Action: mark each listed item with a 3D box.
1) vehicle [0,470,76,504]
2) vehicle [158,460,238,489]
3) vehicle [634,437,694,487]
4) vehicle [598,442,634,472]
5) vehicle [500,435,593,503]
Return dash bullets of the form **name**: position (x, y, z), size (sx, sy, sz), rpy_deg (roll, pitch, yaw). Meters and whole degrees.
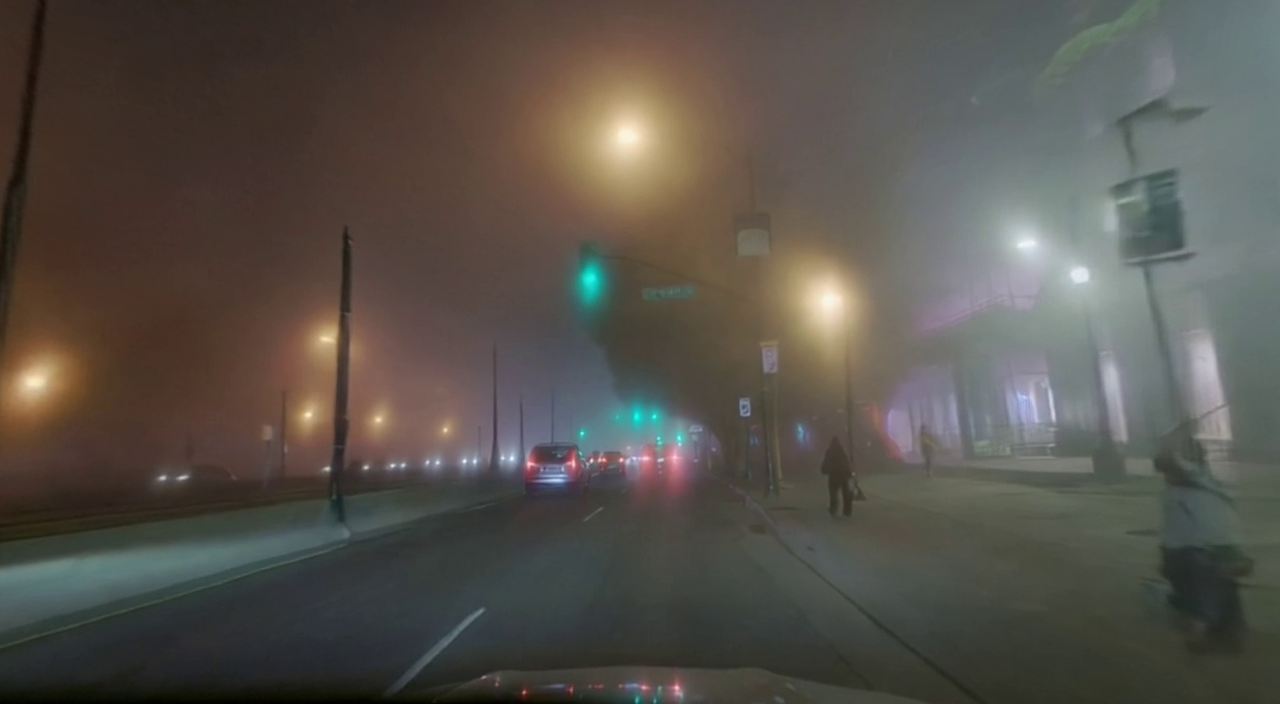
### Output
- **vehicle**: position (-31.948, 6.893, 32.440), size (1.768, 1.436, 4.515), rpy_deg (0, -8, -3)
- **vehicle**: position (-28.713, 7.929, 41.151), size (1.898, 1.641, 4.644), rpy_deg (0, -8, -1)
- **vehicle**: position (0.876, 4.178, 24.234), size (2.120, 1.758, 3.917), rpy_deg (0, -8, 1)
- **vehicle**: position (-1.497, 6.882, 41.465), size (2.220, 1.847, 4.587), rpy_deg (0, -8, 0)
- **vehicle**: position (-2.565, 3.308, 18.270), size (1.940, 1.722, 3.823), rpy_deg (-1, -8, 3)
